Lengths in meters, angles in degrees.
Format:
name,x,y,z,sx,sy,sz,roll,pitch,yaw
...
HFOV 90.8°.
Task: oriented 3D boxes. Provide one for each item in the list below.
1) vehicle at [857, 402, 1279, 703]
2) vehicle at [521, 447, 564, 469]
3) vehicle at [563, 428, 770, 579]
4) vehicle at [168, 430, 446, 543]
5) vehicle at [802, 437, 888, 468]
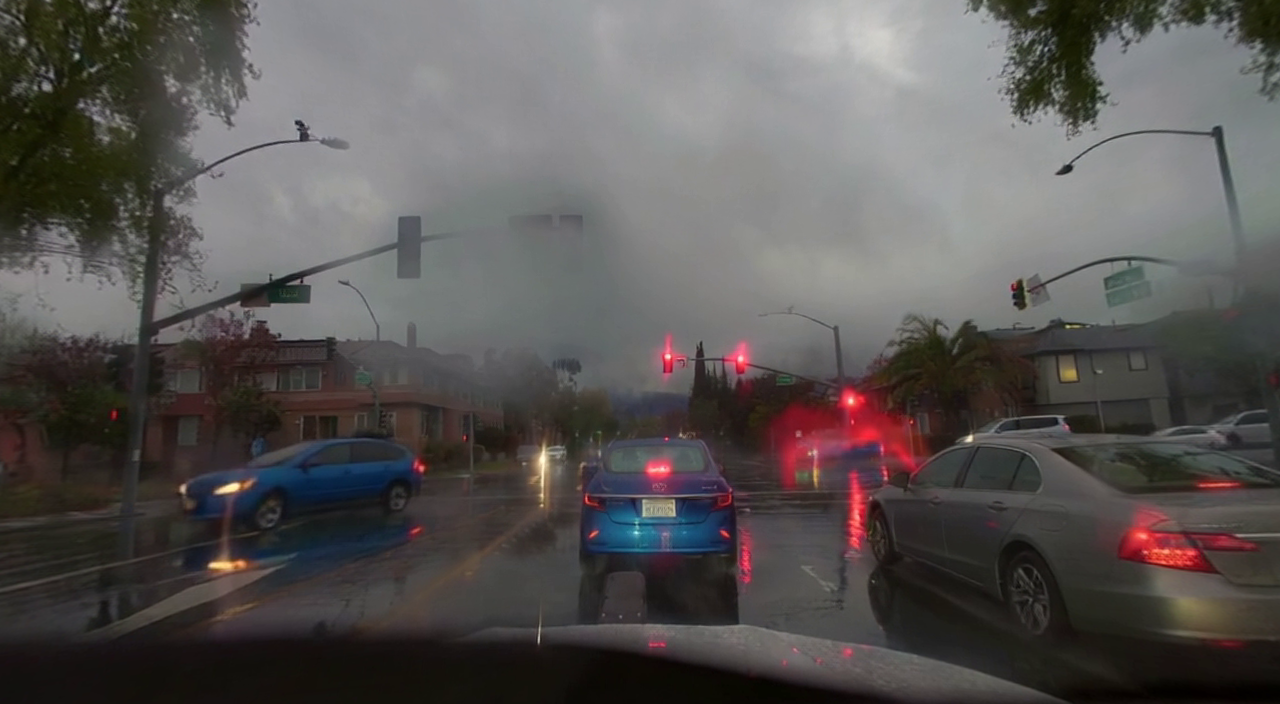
name,x,y,z,sx,sy,sz,roll,pitch,yaw
vehicle,3.663,1.337,5.430,1.888,1.486,4.681,0,-9,-1
vehicle,-6.916,7.588,45.315,2.093,1.476,4.278,-1,-9,4
vehicle,0.307,1.819,8.333,2.090,1.505,3.756,-1,-9,1
vehicle,-6.325,2.569,12.842,1.988,1.799,4.789,-4,-9,20
vehicle,11.535,5.661,35.607,4.240,1.615,1.936,-6,-10,31
